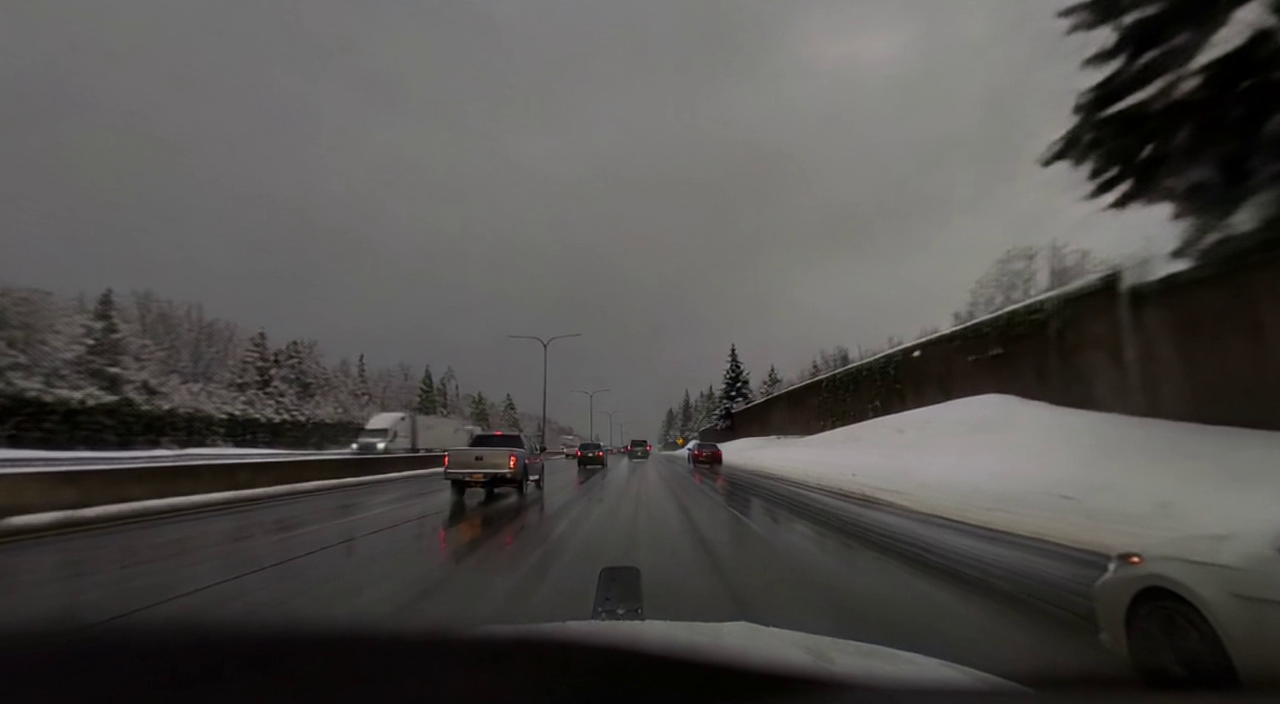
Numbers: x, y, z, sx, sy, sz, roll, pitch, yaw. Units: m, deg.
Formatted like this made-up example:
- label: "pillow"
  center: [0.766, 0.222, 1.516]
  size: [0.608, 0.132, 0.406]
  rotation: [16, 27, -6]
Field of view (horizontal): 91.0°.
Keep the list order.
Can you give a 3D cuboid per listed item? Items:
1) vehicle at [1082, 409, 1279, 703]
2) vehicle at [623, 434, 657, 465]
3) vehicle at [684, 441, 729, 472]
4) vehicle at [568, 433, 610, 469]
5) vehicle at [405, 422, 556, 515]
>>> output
- label: "vehicle"
  center: [3.501, 0.834, 1.234]
  size: [1.916, 1.566, 4.611]
  rotation: [0, -9, 0]
- label: "vehicle"
  center: [0.043, 7.583, 48.977]
  size: [2.485, 2.215, 5.199]
  rotation: [0, -9, 0]
- label: "vehicle"
  center: [3.969, 6.311, 38.325]
  size: [2.224, 1.752, 4.487]
  rotation: [0, -9, 0]
- label: "vehicle"
  center: [-3.315, 6.522, 41.716]
  size: [2.378, 2.214, 4.352]
  rotation: [0, -9, 0]
- label: "vehicle"
  center: [-3.532, 2.719, 15.296]
  size: [2.184, 1.819, 5.441]
  rotation: [0, -9, 1]
